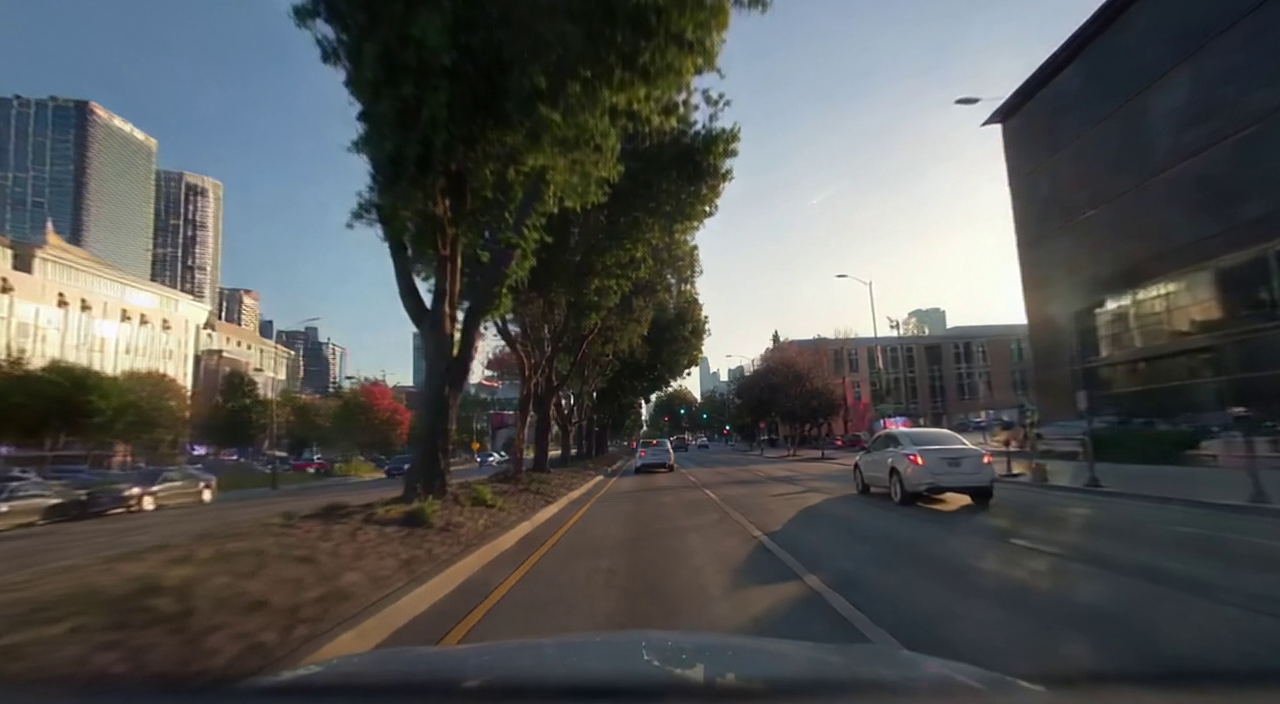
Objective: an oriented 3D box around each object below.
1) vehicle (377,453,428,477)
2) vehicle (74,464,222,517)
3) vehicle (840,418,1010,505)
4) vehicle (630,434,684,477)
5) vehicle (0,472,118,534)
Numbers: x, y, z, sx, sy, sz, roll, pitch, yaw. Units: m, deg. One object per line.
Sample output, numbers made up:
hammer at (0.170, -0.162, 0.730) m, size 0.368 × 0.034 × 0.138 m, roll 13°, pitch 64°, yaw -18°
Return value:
vehicle at (-17.991, 8.579, 47.938) m, size 1.947 × 1.609 × 4.589 m, roll -1°, pitch -8°, yaw 2°
vehicle at (-18.396, 5.149, 23.906) m, size 1.866 × 1.659 × 4.597 m, roll 0°, pitch -8°, yaw 0°
vehicle at (6.715, 2.631, 15.578) m, size 1.963 × 1.783 × 4.722 m, roll 0°, pitch -8°, yaw 0°
vehicle at (0.680, 4.379, 26.900) m, size 2.125 × 1.669 × 3.880 m, roll 0°, pitch -8°, yaw 0°
vehicle at (-18.543, 4.483, 18.910) m, size 1.817 × 1.540 × 4.548 m, roll 0°, pitch -8°, yaw 1°
